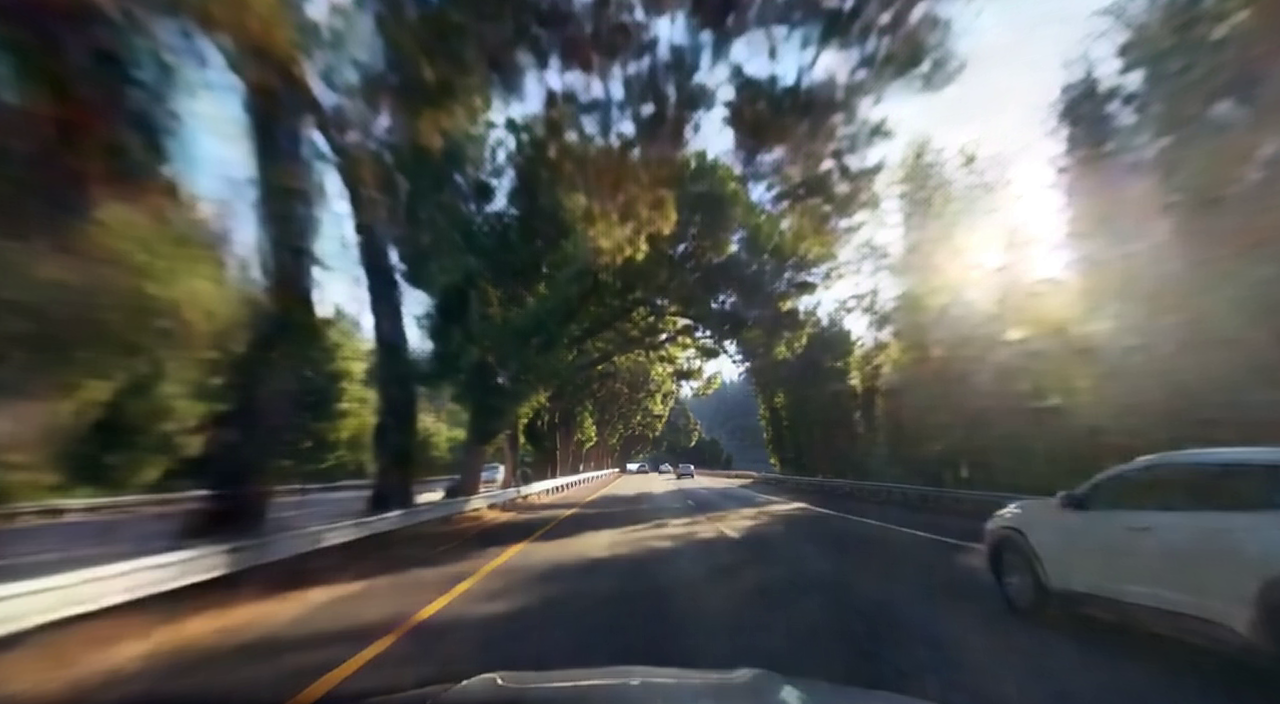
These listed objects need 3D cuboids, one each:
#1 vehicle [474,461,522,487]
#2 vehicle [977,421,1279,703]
[{"bbox_3d":[-8.605,7.452,38.531,1.924,1.440,3.945,1,-10,1],"label":"vehicle"},{"bbox_3d":[3.677,1.139,3.110,1.825,1.494,3.959,1,-10,0],"label":"vehicle"}]
